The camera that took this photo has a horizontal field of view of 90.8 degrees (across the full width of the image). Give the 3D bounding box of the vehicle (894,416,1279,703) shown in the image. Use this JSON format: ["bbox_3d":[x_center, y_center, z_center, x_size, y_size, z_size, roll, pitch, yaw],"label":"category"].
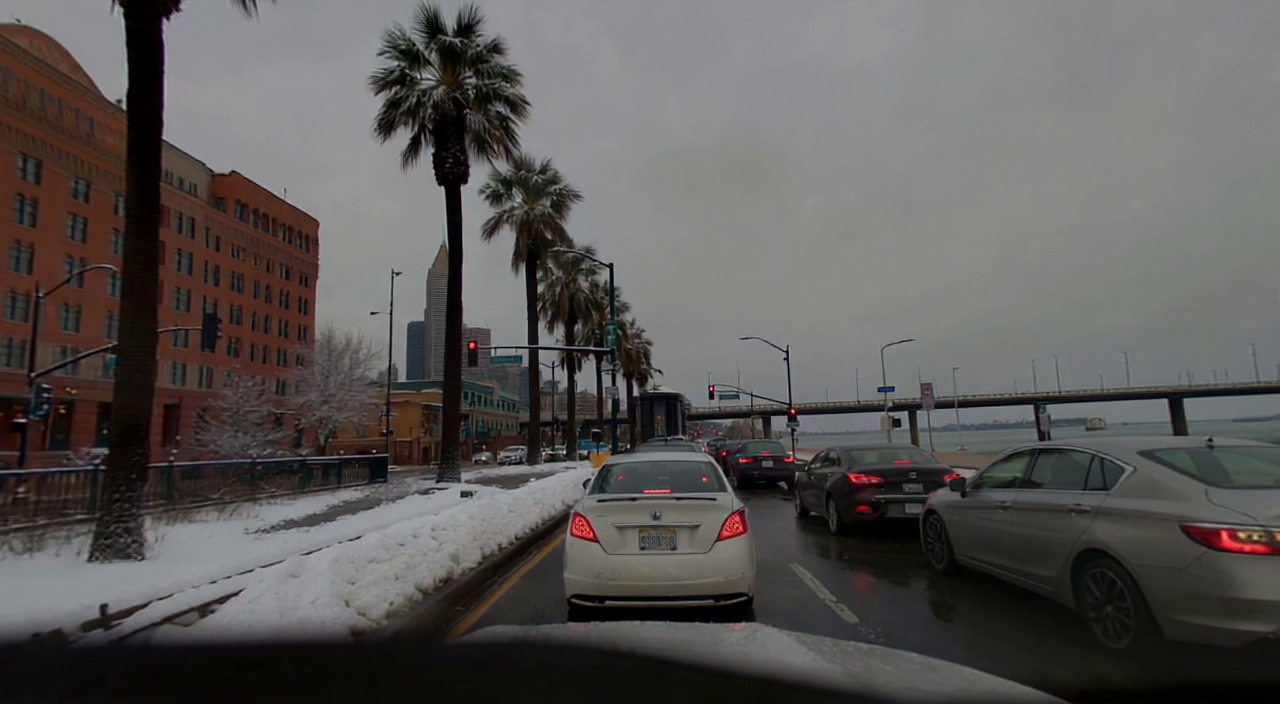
[{"bbox_3d":[3.918,1.359,5.090,1.913,1.469,4.425,0,-9,1],"label":"vehicle"}]

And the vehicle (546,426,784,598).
[{"bbox_3d":[0.252,1.697,7.482,2.093,1.503,3.681,0,-9,1],"label":"vehicle"}]

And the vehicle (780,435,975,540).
[{"bbox_3d":[3.896,2.285,11.320,1.920,1.490,4.417,-1,-9,2],"label":"vehicle"}]
